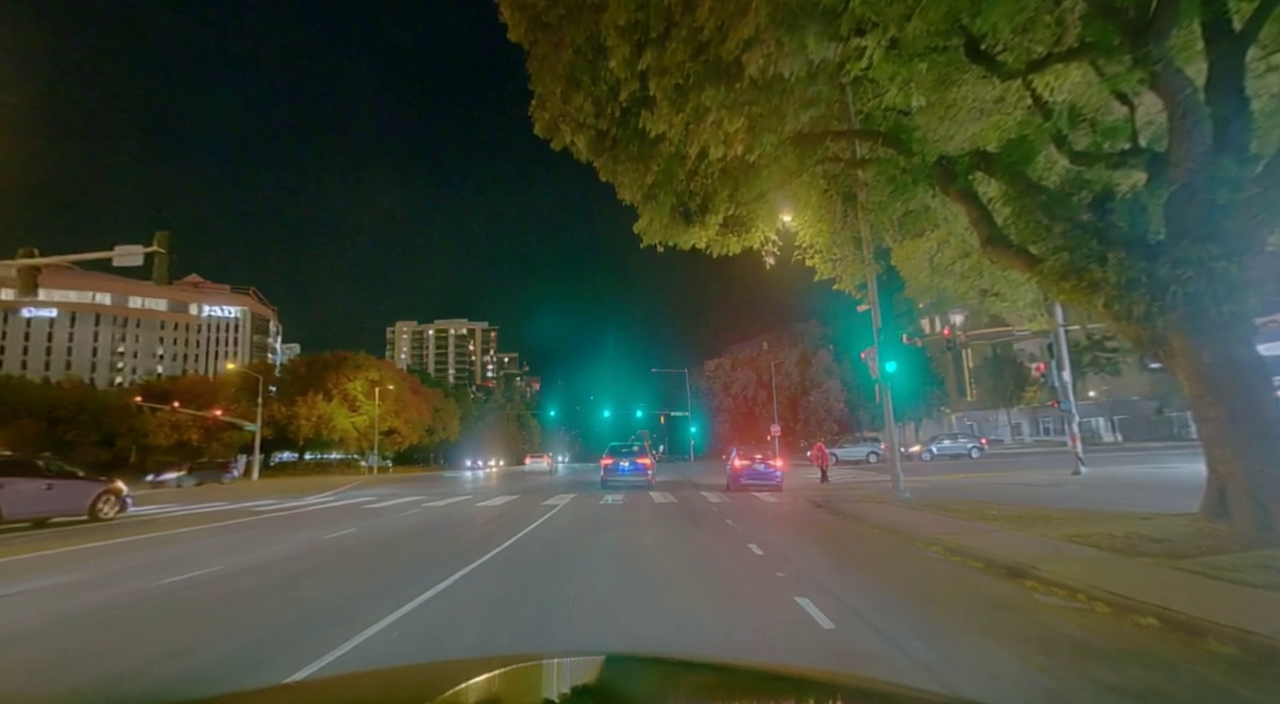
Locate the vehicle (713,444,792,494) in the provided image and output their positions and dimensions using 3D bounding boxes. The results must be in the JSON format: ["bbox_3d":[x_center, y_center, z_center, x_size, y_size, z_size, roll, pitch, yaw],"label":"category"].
[{"bbox_3d":[3.880,3.839,21.156,1.976,1.462,4.342,-3,-9,18],"label":"vehicle"}]

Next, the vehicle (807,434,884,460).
[{"bbox_3d":[13.797,6.427,42.604,4.524,1.681,1.823,0,-8,0],"label":"vehicle"}]

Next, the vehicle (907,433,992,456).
[{"bbox_3d":[20.684,6.200,42.326,4.700,1.417,1.789,0,-8,2],"label":"vehicle"}]

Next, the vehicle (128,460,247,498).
[{"bbox_3d":[-21.032,5.902,29.684,1.949,1.480,4.932,0,-8,1],"label":"vehicle"}]

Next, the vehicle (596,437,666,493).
[{"bbox_3d":[-0.227,3.860,22.000,2.210,1.722,4.215,0,-8,2],"label":"vehicle"}]

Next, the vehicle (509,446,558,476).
[{"bbox_3d":[-6.345,6.502,38.051,2.018,1.692,4.226,-1,-8,3],"label":"vehicle"}]

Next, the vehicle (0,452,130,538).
[{"bbox_3d":[-13.446,2.899,12.980,1.995,1.626,4.592,0,-8,2],"label":"vehicle"}]

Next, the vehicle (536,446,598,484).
[{"bbox_3d":[-3.072,4.856,27.535,2.003,1.492,4.291,-1,-8,3],"label":"vehicle"}]
